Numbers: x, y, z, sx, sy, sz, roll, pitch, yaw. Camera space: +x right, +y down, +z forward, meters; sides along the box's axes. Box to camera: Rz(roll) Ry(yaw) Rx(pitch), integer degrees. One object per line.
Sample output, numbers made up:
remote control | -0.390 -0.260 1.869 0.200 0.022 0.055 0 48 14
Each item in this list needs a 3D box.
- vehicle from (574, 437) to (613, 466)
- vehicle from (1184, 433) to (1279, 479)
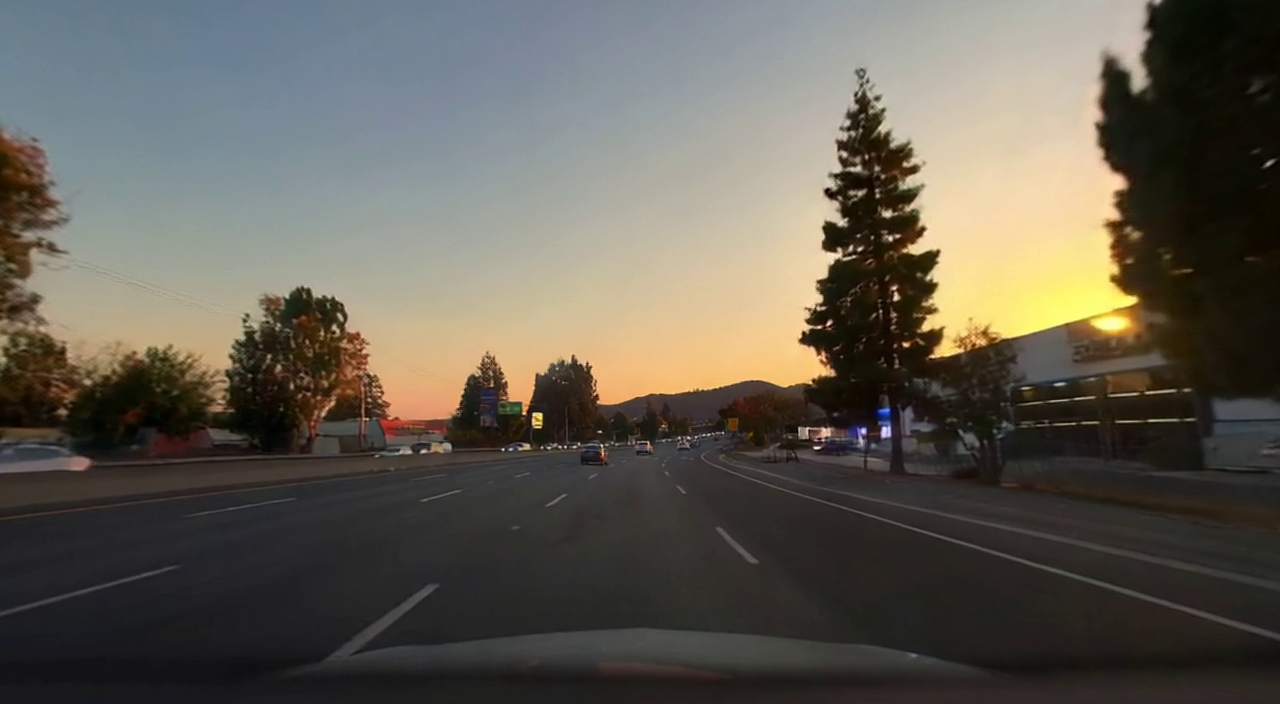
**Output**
vehicle | -3.049 6.693 42.590 2.139 1.782 4.079 0 -9 3
vehicle | 21.439 3.496 21.193 4.503 1.448 1.819 -8 -13 34
